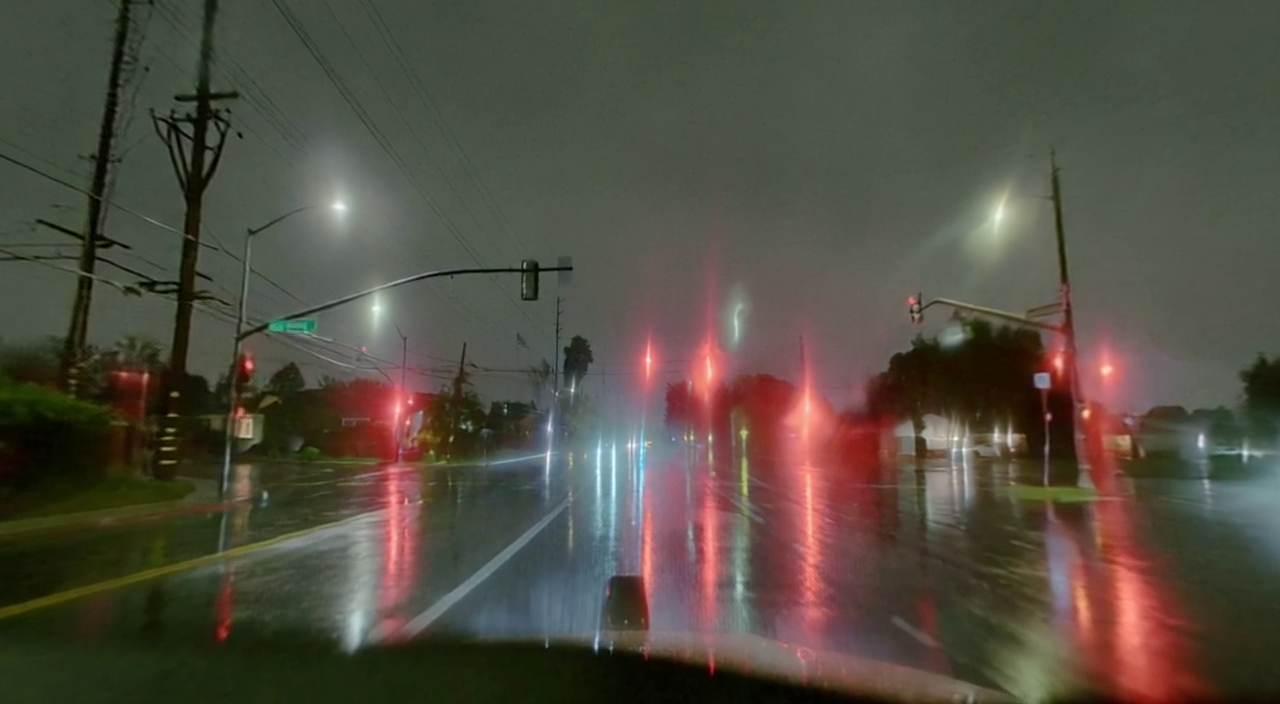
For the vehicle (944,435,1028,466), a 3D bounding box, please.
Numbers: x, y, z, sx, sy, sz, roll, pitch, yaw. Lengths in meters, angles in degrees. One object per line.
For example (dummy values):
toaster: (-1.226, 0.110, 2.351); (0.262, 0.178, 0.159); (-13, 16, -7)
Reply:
vehicle: (22.970, 6.557, 42.108); (2.030, 1.927, 4.853); (2, -9, -14)
